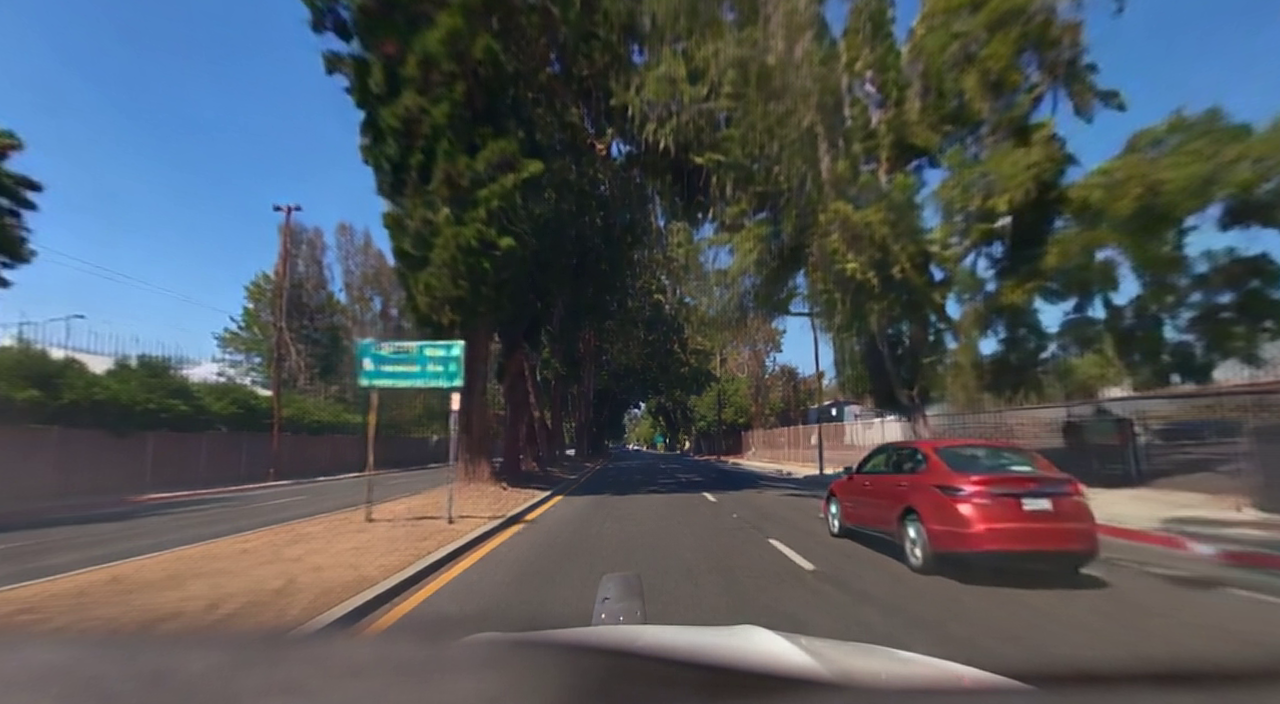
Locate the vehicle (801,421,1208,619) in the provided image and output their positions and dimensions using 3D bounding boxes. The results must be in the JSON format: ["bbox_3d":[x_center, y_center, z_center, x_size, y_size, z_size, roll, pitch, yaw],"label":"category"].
[{"bbox_3d":[3.418,1.639,7.170,1.985,1.529,4.316,0,-9,-1],"label":"vehicle"}]
